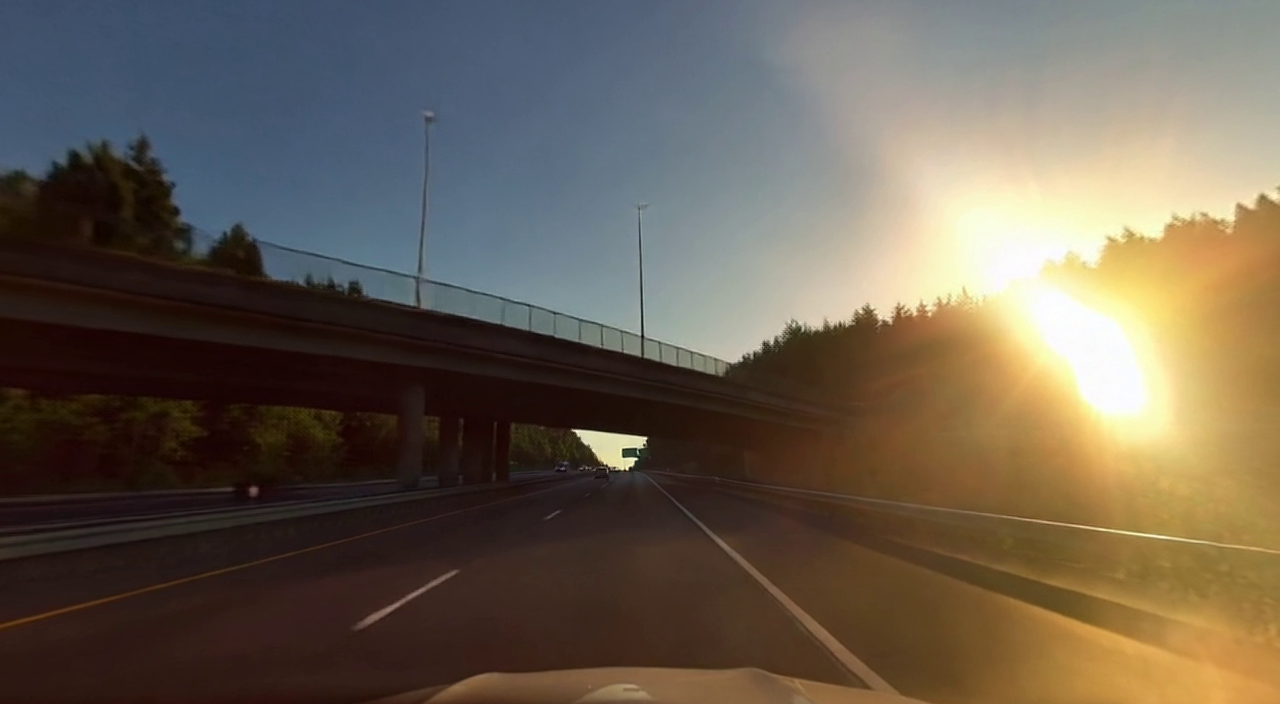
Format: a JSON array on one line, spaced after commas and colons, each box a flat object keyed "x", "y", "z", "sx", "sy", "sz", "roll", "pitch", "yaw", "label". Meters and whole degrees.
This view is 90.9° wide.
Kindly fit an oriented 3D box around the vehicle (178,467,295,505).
[{"x": -16.722, "y": 5.554, "z": 26.413, "sx": 1.870, "sy": 1.436, "sz": 4.499, "roll": 1, "pitch": -10, "yaw": 1, "label": "vehicle"}]
